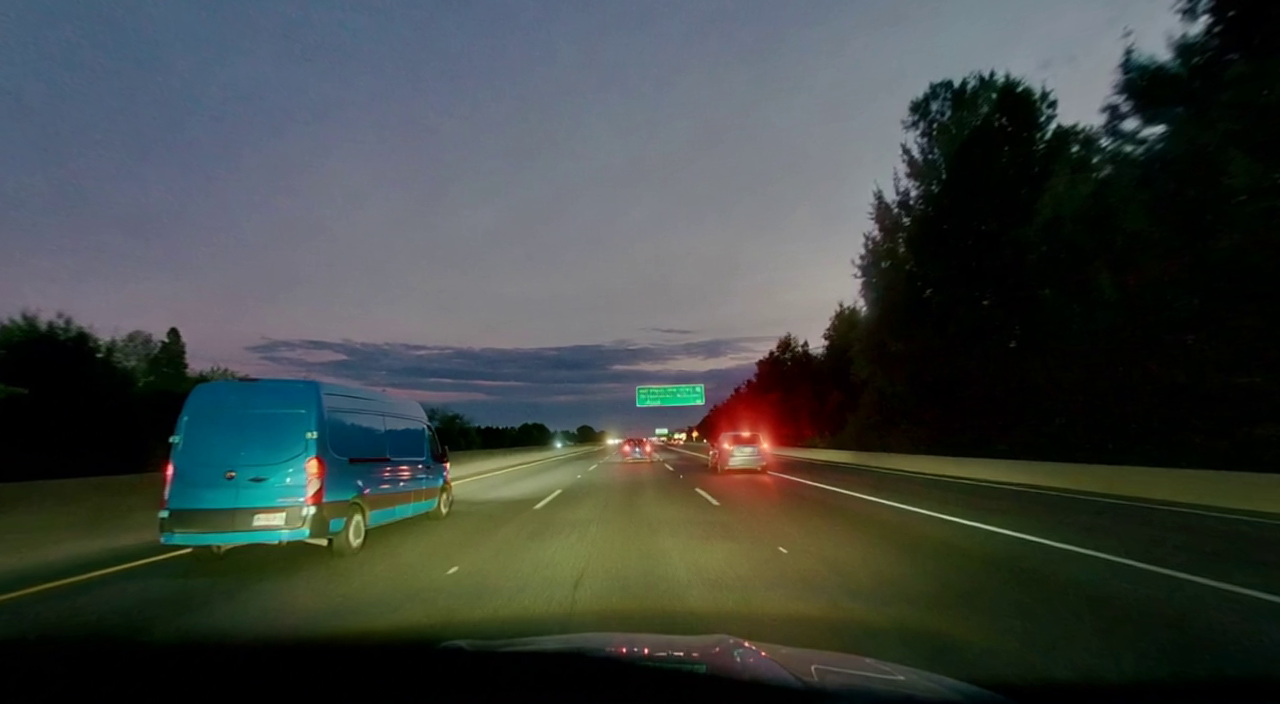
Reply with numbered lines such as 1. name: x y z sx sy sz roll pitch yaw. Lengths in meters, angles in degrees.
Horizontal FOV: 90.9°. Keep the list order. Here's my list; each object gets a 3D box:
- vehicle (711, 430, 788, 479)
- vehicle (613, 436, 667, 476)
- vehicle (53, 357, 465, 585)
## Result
1. vehicle: 3.994 3.793 23.719 1.996 1.638 4.496 0 -8 -1
2. vehicle: -0.013 4.107 25.339 2.020 1.464 3.803 0 -8 0
3. vehicle: -4.152 1.407 8.308 2.275 2.053 5.082 0 -8 -1
